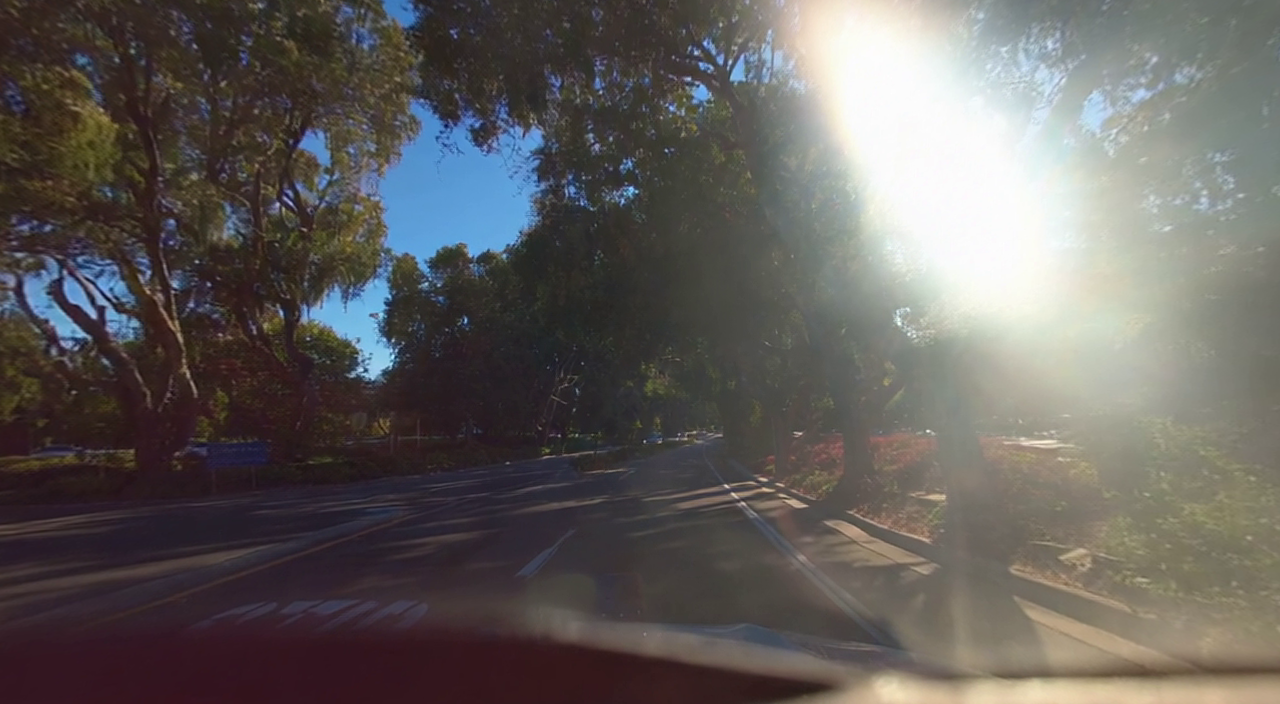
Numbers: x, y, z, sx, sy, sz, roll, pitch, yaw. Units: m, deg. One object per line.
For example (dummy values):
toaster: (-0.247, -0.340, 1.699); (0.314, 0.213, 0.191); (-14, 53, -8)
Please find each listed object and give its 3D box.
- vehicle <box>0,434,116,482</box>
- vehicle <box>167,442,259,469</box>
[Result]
vehicle: (-28.384, 5.089, 30.420); (4.733, 1.892, 1.939); (-4, -4, 2)
vehicle: (-25.251, 6.136, 37.459); (4.007, 1.459, 1.952); (-2, -9, 0)
